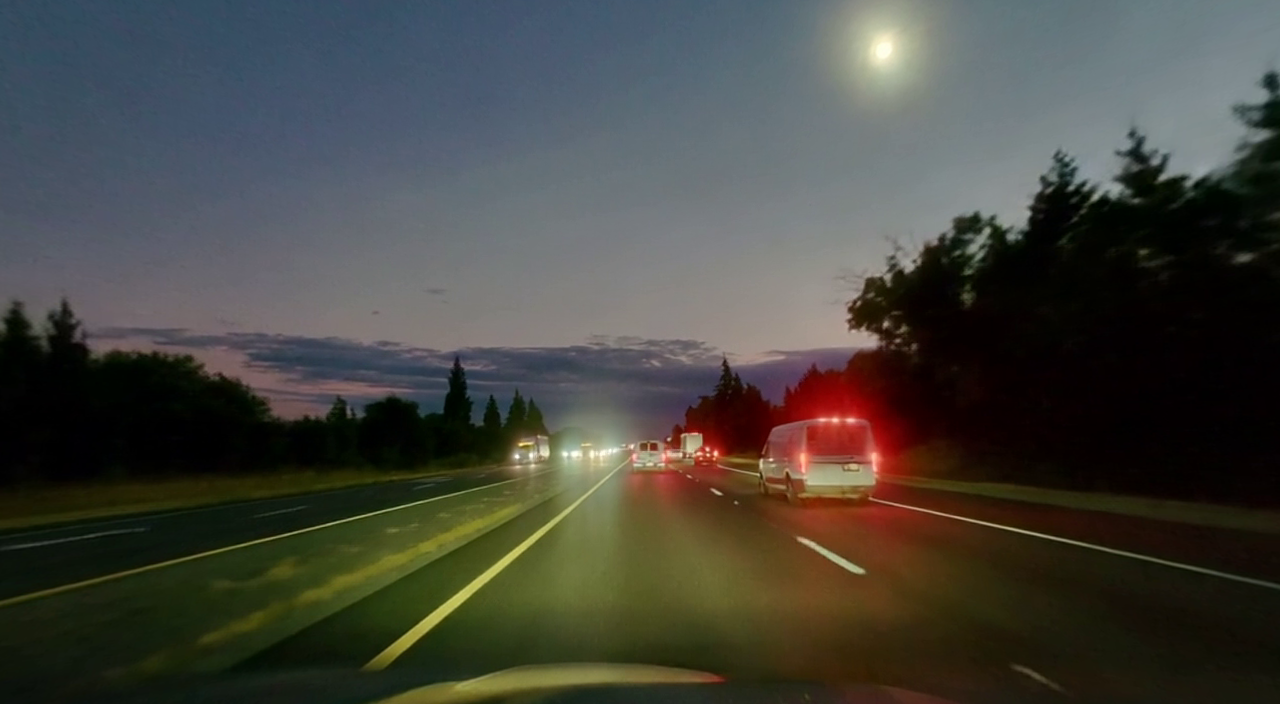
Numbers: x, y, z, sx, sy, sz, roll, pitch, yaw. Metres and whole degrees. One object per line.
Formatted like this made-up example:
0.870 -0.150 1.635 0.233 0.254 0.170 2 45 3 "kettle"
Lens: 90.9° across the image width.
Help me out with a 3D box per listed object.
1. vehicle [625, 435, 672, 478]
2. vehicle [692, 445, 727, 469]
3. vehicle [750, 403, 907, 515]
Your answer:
0.396 5.099 30.870 2.143 1.925 4.101 0 -9 0 "vehicle"
4.630 7.026 42.342 1.868 1.566 3.509 0 -9 -1 "vehicle"
4.303 2.560 15.433 2.232 2.290 4.720 0 -9 -2 "vehicle"
